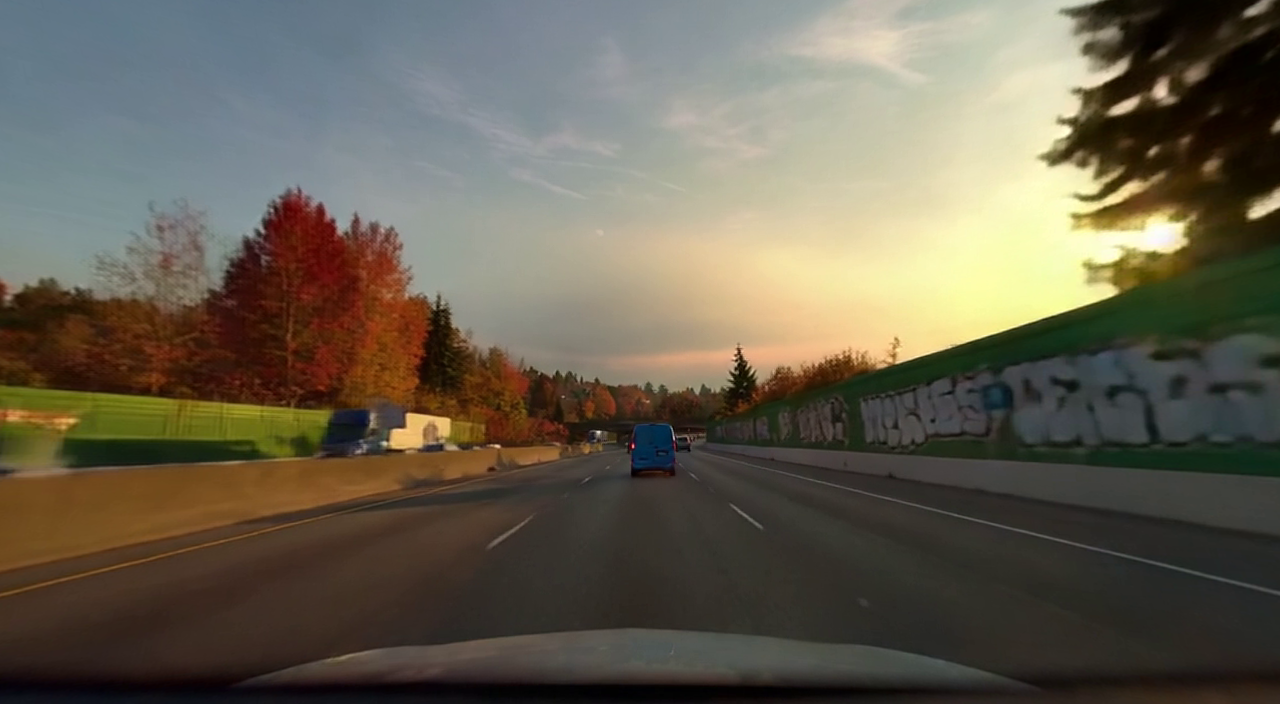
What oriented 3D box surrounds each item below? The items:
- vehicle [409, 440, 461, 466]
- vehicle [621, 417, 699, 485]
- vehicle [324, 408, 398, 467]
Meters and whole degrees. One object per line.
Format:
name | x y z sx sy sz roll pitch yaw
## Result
vehicle | -14.118 6.971 43.591 1.928 1.631 4.380 0 -8 2
vehicle | 0.594 3.215 20.650 2.283 1.956 4.421 0 -8 0
vehicle | -20.541 6.318 46.592 2.894 4.043 4.966 0 -8 2
